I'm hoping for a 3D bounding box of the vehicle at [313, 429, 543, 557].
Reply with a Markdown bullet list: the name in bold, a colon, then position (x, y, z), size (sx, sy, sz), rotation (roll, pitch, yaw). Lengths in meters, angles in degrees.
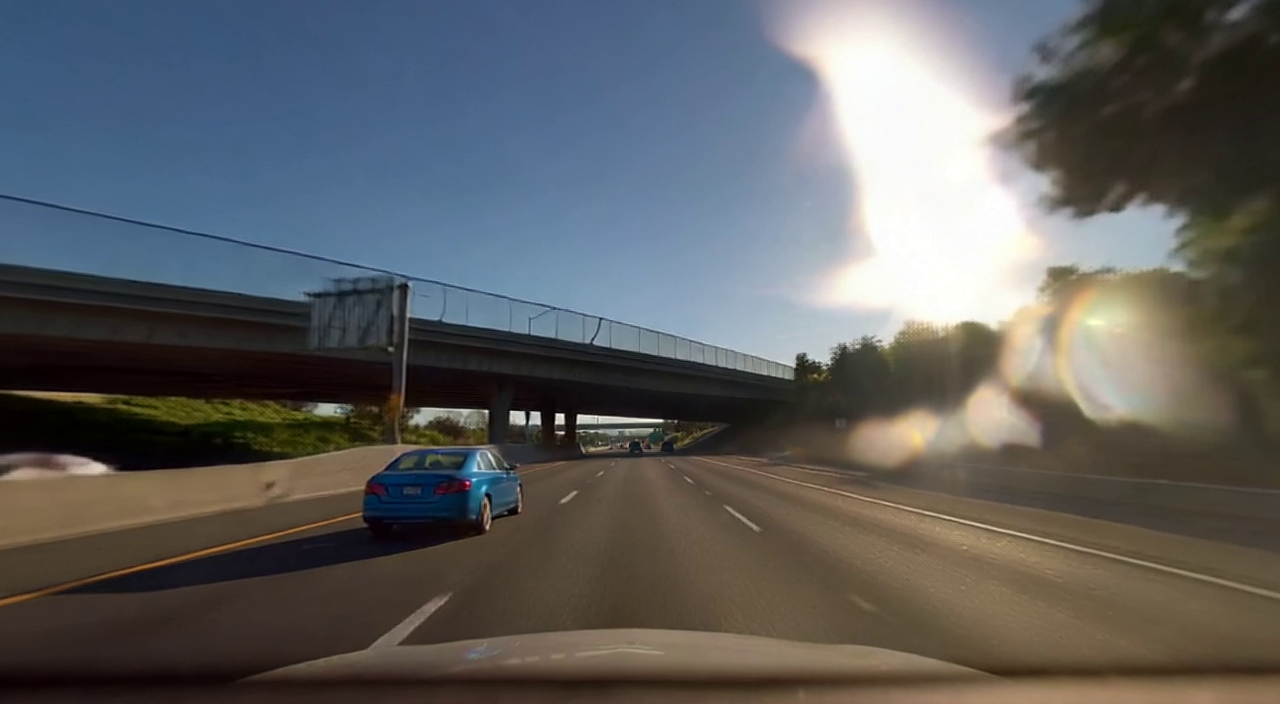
- **vehicle**: position (-2.968, 2.085, 10.122), size (2.029, 1.557, 4.570), rotation (0, -9, 1)
